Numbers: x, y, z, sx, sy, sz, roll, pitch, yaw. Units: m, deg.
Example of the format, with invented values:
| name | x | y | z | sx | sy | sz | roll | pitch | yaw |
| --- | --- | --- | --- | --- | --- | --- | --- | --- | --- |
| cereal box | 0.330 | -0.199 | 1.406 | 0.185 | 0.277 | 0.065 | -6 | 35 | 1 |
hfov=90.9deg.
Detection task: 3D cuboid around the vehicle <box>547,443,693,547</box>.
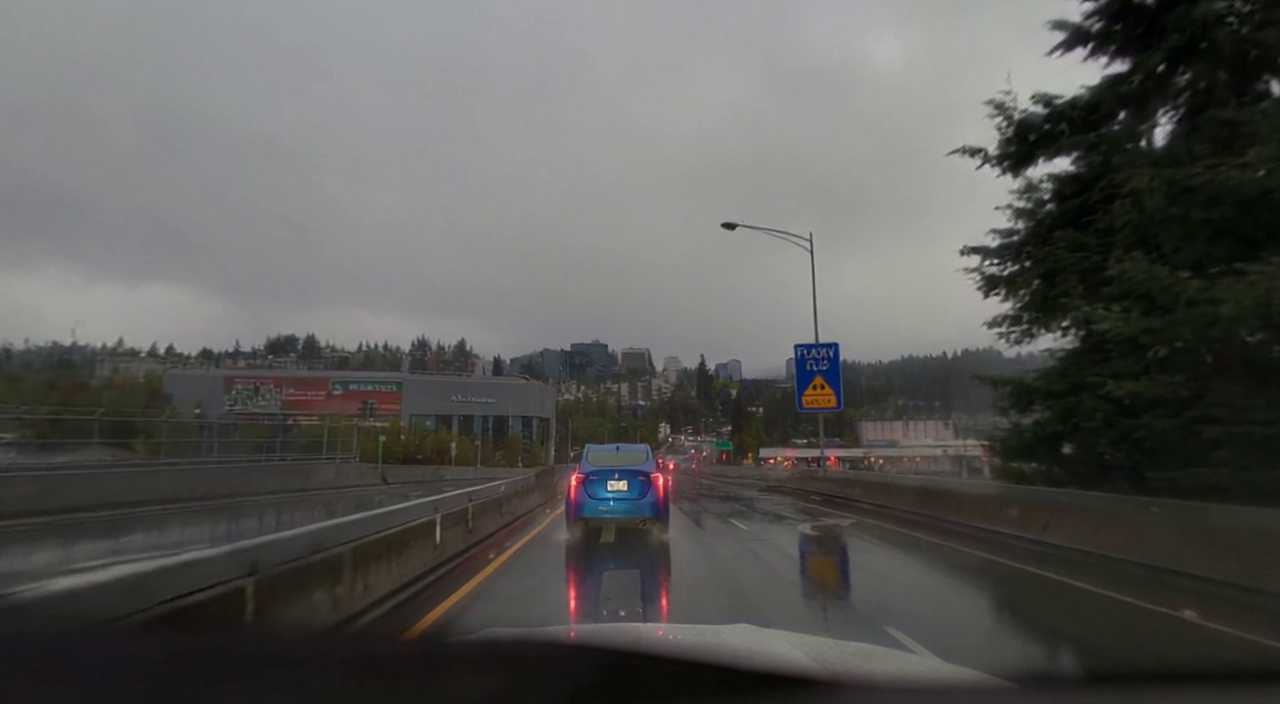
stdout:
| name | x | y | z | sx | sy | sz | roll | pitch | yaw |
| --- | --- | --- | --- | --- | --- | --- | --- | --- | --- |
| vehicle | -0.309 | 2.334 | 10.966 | 2.063 | 1.442 | 3.933 | 0 | -9 | -1 |
